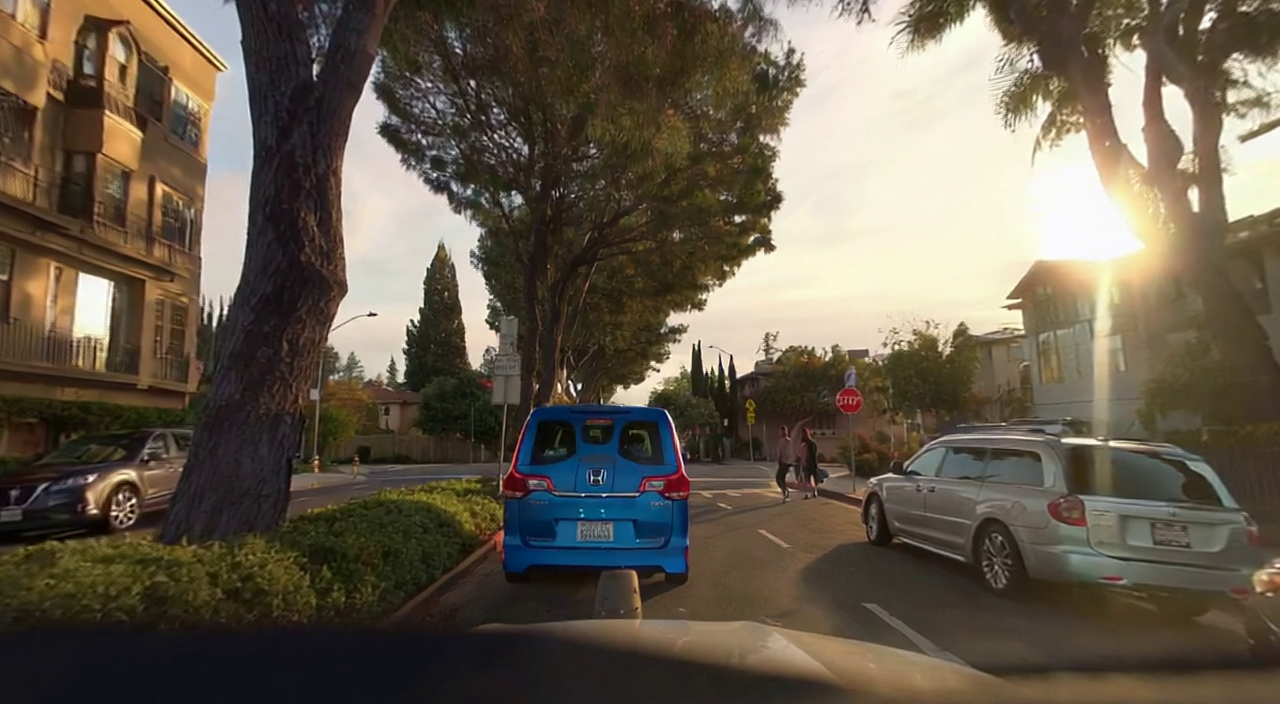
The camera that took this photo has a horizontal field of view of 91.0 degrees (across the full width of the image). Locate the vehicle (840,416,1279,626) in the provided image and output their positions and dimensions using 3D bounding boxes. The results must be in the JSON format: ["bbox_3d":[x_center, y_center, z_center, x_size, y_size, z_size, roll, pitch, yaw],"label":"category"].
[{"bbox_3d":[4.202,1.728,7.535,1.959,1.581,4.731,4,-9,-2],"label":"vehicle"}]

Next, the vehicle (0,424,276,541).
[{"bbox_3d":[-8.311,2.051,10.647,1.825,1.532,4.083,-3,-7,1],"label":"vehicle"}]

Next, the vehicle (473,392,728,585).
[{"bbox_3d":[-0.410,1.622,8.289,2.377,1.787,4.652,0,-8,-1],"label":"vehicle"}]

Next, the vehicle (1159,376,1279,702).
[{"bbox_3d":[4.550,0.836,1.896,2.016,1.757,4.617,3,-8,-1],"label":"vehicle"}]
